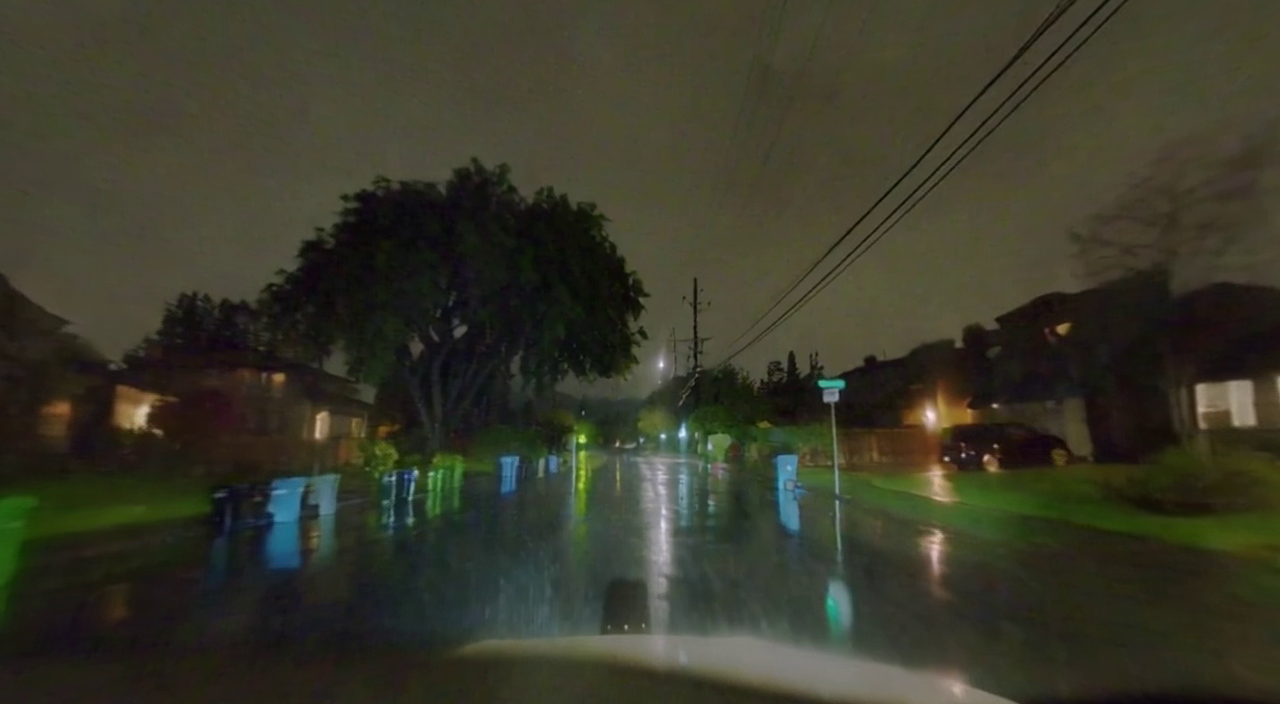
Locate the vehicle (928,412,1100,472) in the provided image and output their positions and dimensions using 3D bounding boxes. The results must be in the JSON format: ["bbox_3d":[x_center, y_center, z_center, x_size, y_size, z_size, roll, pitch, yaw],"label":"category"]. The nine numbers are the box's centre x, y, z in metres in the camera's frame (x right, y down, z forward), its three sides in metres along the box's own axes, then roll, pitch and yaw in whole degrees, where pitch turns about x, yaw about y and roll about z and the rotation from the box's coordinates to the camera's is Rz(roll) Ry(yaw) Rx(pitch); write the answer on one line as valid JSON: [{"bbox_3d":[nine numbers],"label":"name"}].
[{"bbox_3d":[12.436,3.031,21.157,4.581,1.853,2.024,2,-8,-7],"label":"vehicle"}]
